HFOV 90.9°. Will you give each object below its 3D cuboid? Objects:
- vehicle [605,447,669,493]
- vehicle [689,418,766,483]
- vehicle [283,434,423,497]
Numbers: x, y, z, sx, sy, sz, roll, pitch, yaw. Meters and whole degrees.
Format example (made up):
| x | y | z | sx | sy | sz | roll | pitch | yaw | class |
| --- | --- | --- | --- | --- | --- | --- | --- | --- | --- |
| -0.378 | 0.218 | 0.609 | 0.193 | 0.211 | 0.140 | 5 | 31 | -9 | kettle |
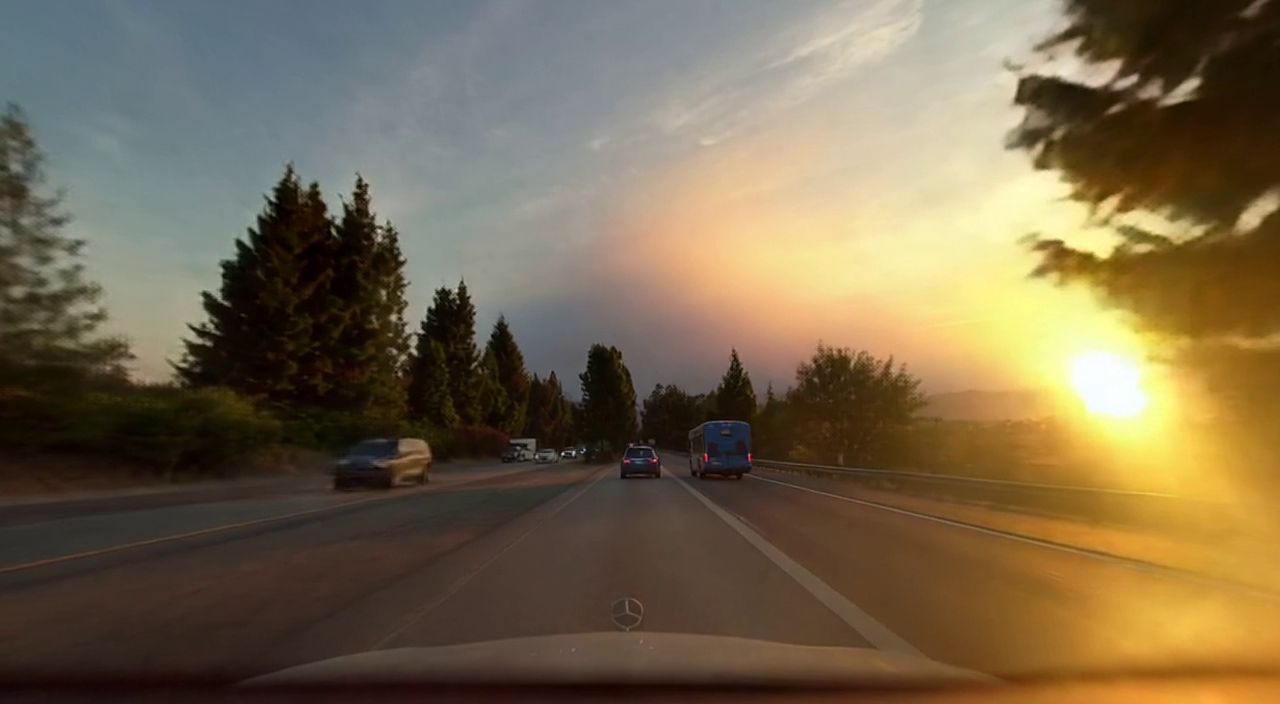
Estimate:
| x | y | z | sx | sy | sz | roll | pitch | yaw | class |
| --- | --- | --- | --- | --- | --- | --- | --- | --- | --- |
| -0.104 | 4.071 | 22.077 | 2.037 | 1.417 | 3.885 | 0 | -9 | -1 | vehicle |
| 3.838 | 4.518 | 28.987 | 2.513 | 2.633 | 5.930 | 0 | -9 | -1 | vehicle |
| -7.858 | 3.141 | 17.782 | 1.899 | 1.539 | 4.250 | -1 | -9 | 1 | vehicle |
